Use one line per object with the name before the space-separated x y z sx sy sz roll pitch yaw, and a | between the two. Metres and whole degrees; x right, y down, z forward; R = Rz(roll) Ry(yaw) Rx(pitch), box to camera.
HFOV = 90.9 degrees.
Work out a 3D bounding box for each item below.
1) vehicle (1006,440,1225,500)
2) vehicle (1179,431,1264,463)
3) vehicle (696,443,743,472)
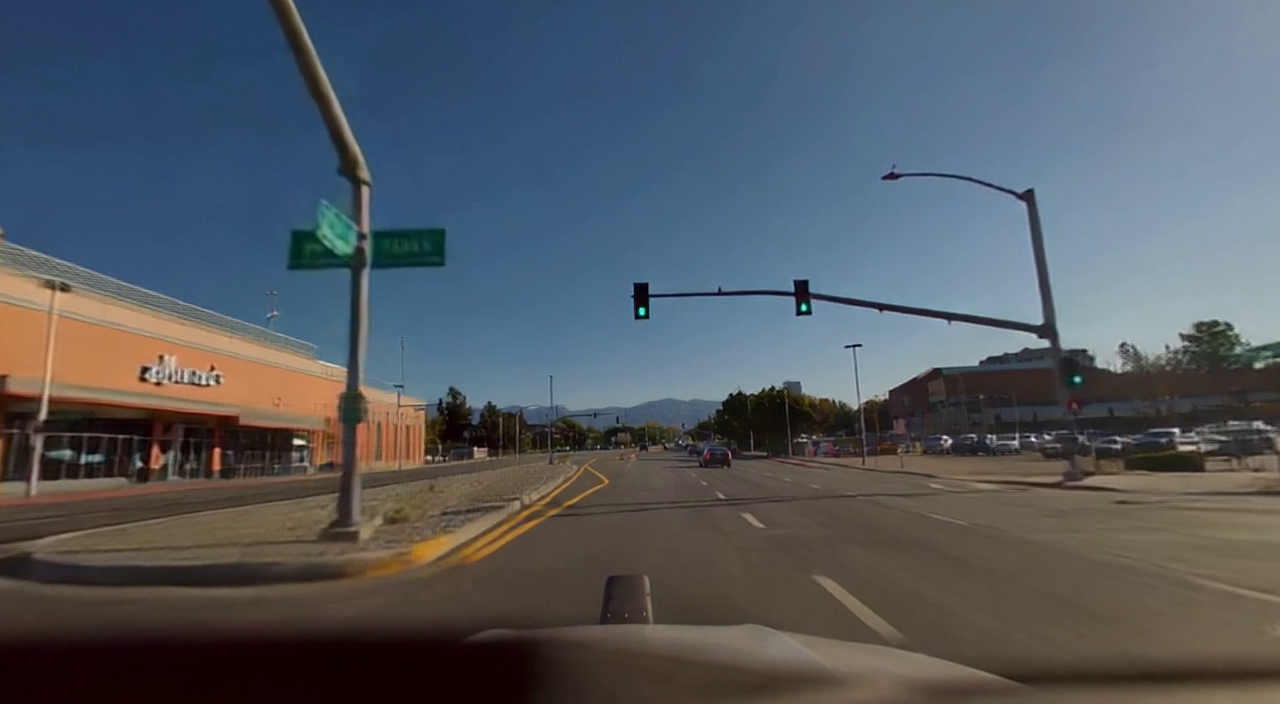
vehicle | 13.051 3.194 17.515 4.581 1.434 1.893 -8 -11 41
vehicle | 34.809 5.665 37.938 2.013 1.505 5.690 -8 -8 25
vehicle | 4.362 5.854 35.176 2.038 1.528 4.259 0 -8 0
